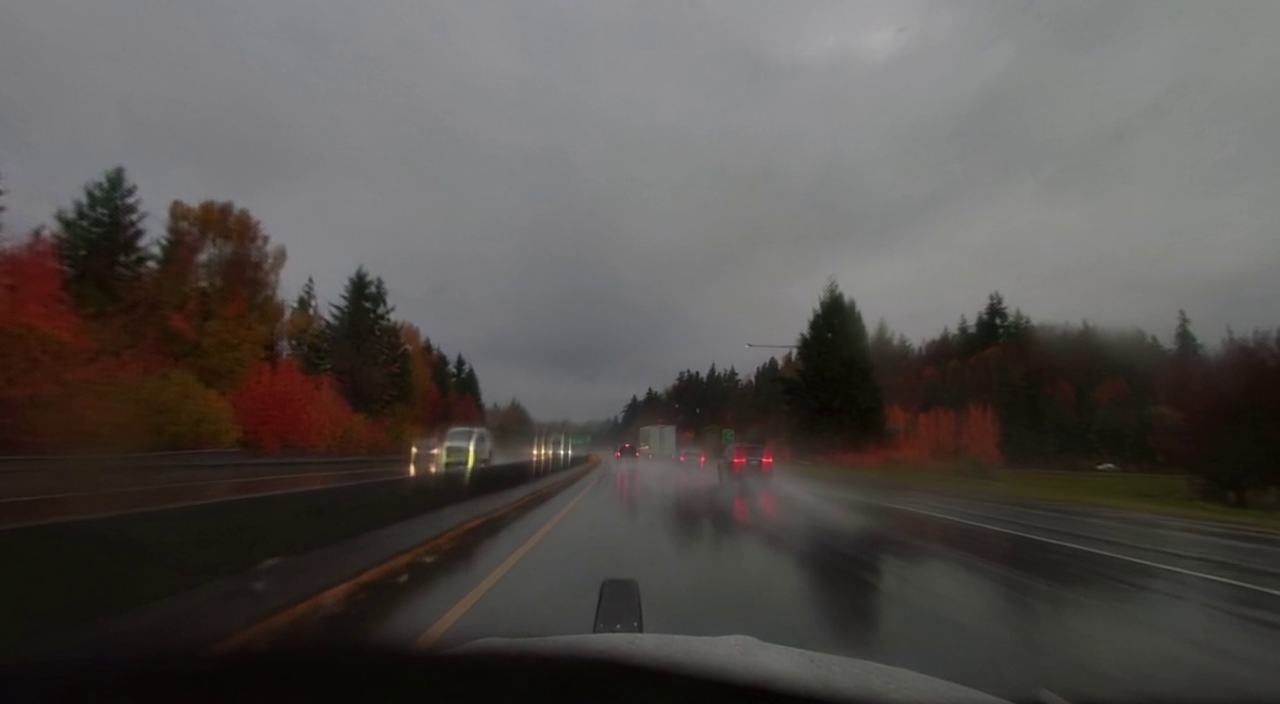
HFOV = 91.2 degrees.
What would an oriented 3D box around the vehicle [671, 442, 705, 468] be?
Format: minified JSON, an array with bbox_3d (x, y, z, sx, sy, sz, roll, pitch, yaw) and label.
[{"bbox_3d":[3.386,7.313,44.712,1.982,1.745,4.151,0,-9,-2],"label":"vehicle"}]

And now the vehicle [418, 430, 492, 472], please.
[{"bbox_3d":[-9.254,5.020,31.910,2.244,1.935,5.210,0,-9,-1],"label":"vehicle"}]

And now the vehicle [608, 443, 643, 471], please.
[{"bbox_3d":[-0.921,6.799,40.829,2.151,1.693,4.201,0,-9,-1],"label":"vehicle"}]

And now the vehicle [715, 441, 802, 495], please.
[{"bbox_3d":[3.680,3.677,20.214,1.968,1.513,3.911,0,-9,-1],"label":"vehicle"}]
